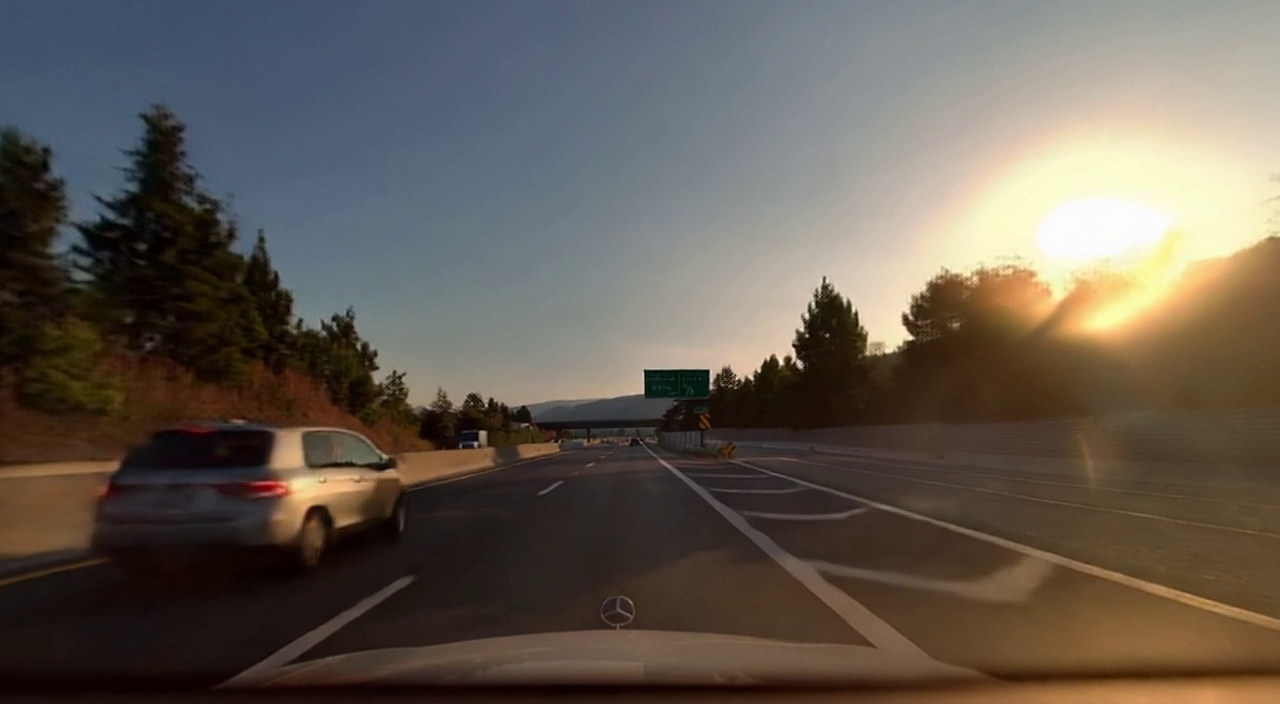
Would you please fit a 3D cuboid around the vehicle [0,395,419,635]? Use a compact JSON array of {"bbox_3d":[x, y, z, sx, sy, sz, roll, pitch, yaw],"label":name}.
[{"bbox_3d":[-4.105,1.415,6.548,2.129,1.641,4.263,0,-8,-1],"label":"vehicle"}]
